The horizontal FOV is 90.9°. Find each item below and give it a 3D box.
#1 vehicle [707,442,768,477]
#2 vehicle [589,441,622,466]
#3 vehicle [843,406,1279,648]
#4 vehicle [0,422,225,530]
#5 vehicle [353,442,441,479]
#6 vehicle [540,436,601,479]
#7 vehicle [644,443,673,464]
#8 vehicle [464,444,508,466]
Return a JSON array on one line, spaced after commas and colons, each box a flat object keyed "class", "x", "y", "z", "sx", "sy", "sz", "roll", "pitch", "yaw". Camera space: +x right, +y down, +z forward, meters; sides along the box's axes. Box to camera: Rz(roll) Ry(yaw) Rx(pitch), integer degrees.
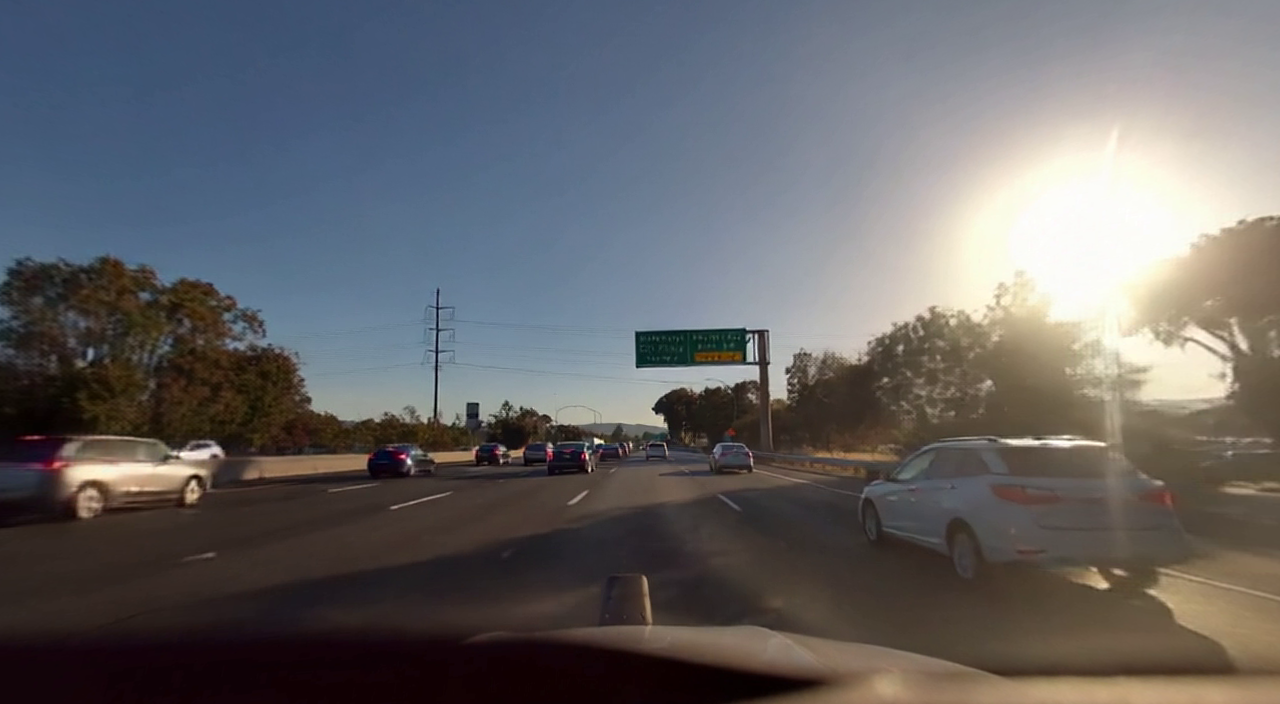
[{"class": "vehicle", "x": 4.445, "y": 4.968, "z": 29.437, "sx": 2.022, "sy": 1.472, "sz": 4.678, "roll": 0, "pitch": -8, "yaw": -1}, {"class": "vehicle", "x": -2.478, "y": 7.456, "z": 46.522, "sx": 2.133, "sy": 1.668, "sz": 4.505, "roll": 0, "pitch": -8, "yaw": 1}, {"class": "vehicle", "x": 3.827, "y": 1.471, "z": 6.401, "sx": 2.036, "sy": 1.580, "sz": 4.360, "roll": 0, "pitch": -8, "yaw": 0}, {"class": "vehicle", "x": -10.791, "y": 2.313, "z": 12.342, "sx": 2.137, "sy": 1.690, "sz": 4.630, "roll": 0, "pitch": -8, "yaw": 1}, {"class": "vehicle", "x": -10.546, "y": 4.713, "z": 27.737, "sx": 1.926, "sy": 1.479, "sz": 4.688, "roll": 0, "pitch": -8, "yaw": 1}, {"class": "vehicle", "x": -3.039, "y": 4.723, "z": 28.577, "sx": 2.133, "sy": 1.775, "sz": 4.530, "roll": 0, "pitch": -8, "yaw": 1}, {"class": "vehicle", "x": 1.399, "y": 7.950, "z": 49.741, "sx": 2.220, "sy": 1.575, "sz": 4.332, "roll": 0, "pitch": -8, "yaw": 0}, {"class": "vehicle", "x": -10.799, "y": 7.210, "z": 44.481, "sx": 1.877, "sy": 1.458, "sz": 4.543, "roll": 0, "pitch": -8, "yaw": 1}]
